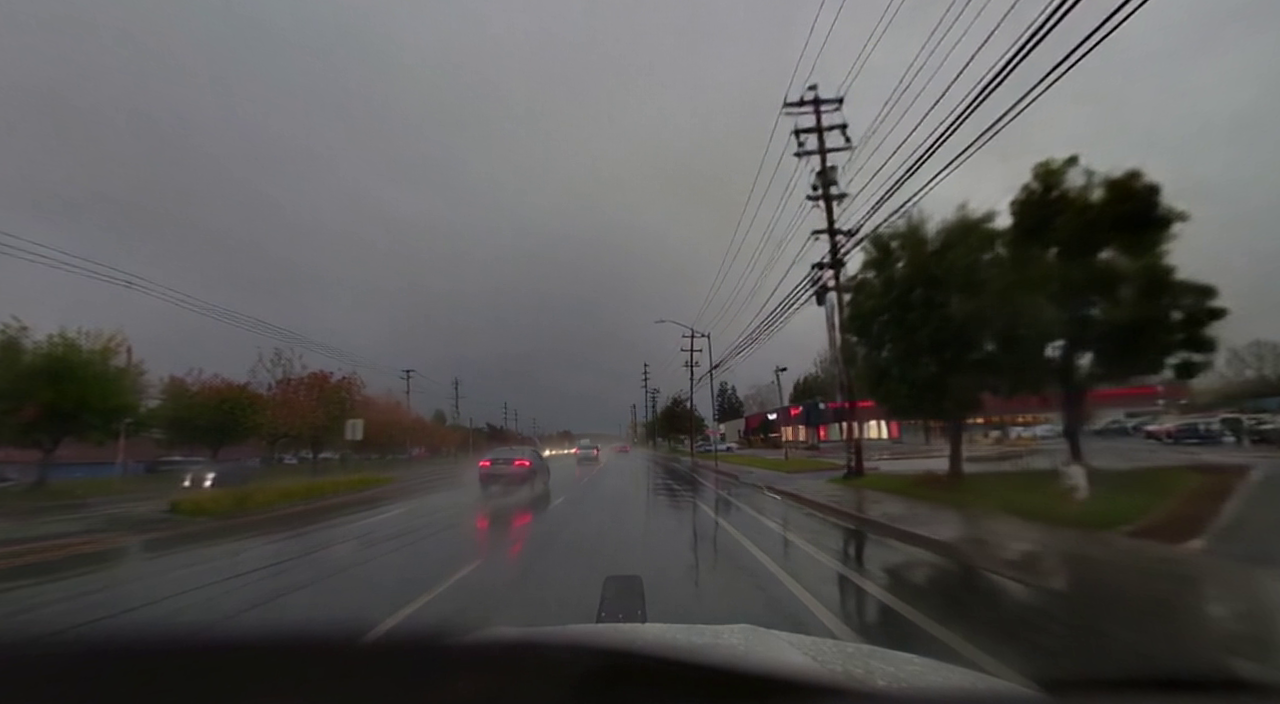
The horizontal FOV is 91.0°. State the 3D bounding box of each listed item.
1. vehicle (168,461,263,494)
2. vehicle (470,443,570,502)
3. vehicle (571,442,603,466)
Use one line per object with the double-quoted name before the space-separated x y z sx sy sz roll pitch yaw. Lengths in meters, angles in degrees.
"vehicle" -25.207 7.441 37.611 1.973 1.695 4.541 -1 -9 11
"vehicle" -3.286 3.375 18.145 1.942 1.469 4.426 0 -9 1
"vehicle" -4.046 7.861 48.636 2.087 1.736 4.311 0 -9 -1
